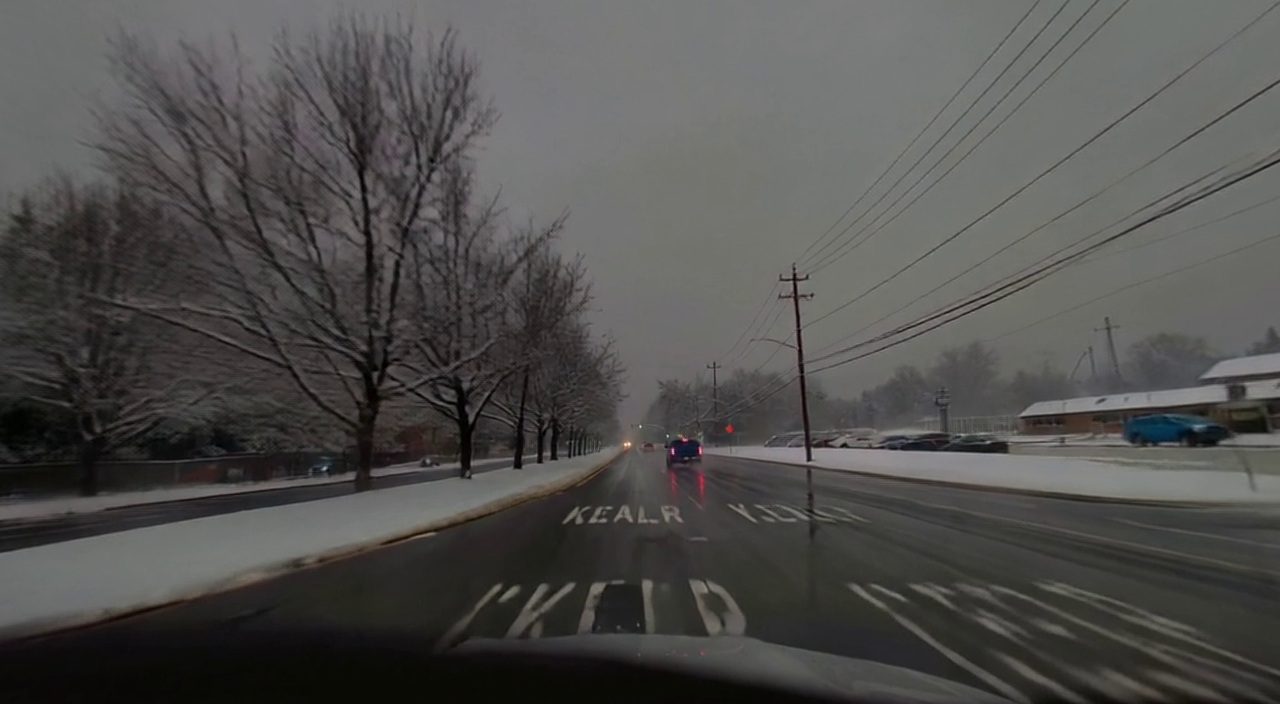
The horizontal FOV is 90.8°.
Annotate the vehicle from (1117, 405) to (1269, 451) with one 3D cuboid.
[{"bbox_3d":[29.482,4.180,34.116,2.406,2.215,6.315,0,-8,0],"label":"vehicle"}]

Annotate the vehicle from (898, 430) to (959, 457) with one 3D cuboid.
[{"bbox_3d":[20.045,6.411,44.085,1.983,1.730,4.563,0,-8,-2],"label":"vehicle"}]

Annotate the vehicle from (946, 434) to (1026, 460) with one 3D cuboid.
[{"bbox_3d":[20.050,5.534,36.882,1.980,1.423,4.793,0,-8,0],"label":"vehicle"}]

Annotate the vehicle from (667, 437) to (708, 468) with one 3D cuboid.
[{"bbox_3d":[2.948,6.351,40.000,2.086,1.803,4.607,0,-8,-2],"label":"vehicle"}]
